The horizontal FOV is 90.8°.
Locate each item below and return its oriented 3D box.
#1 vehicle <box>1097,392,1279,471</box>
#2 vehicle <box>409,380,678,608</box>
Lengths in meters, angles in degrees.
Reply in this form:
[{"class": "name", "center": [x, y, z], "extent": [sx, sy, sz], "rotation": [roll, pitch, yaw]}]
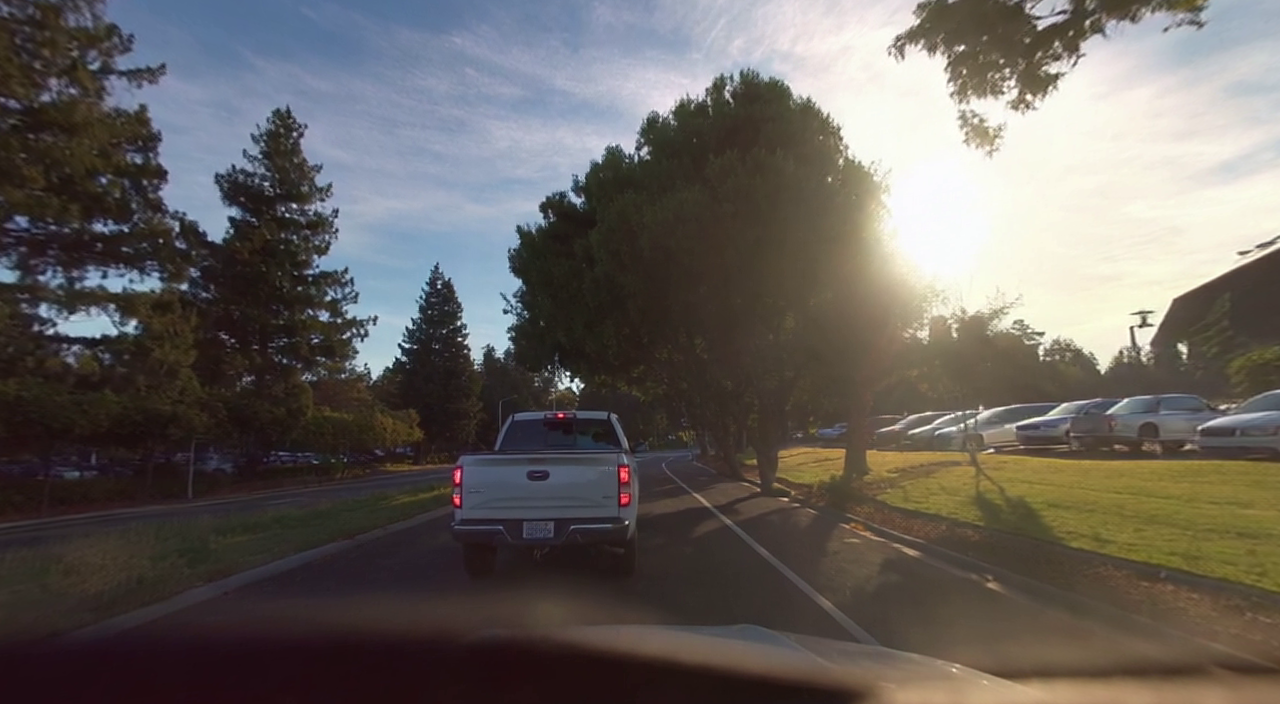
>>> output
[{"class": "vehicle", "center": [11.865, 1.545, 12.330], "extent": [4.298, 1.392, 1.944], "rotation": [-1, -8, 2]}, {"class": "vehicle", "center": [-0.702, 1.507, 7.670], "extent": [2.157, 1.816, 5.039], "rotation": [0, -8, 2]}]
